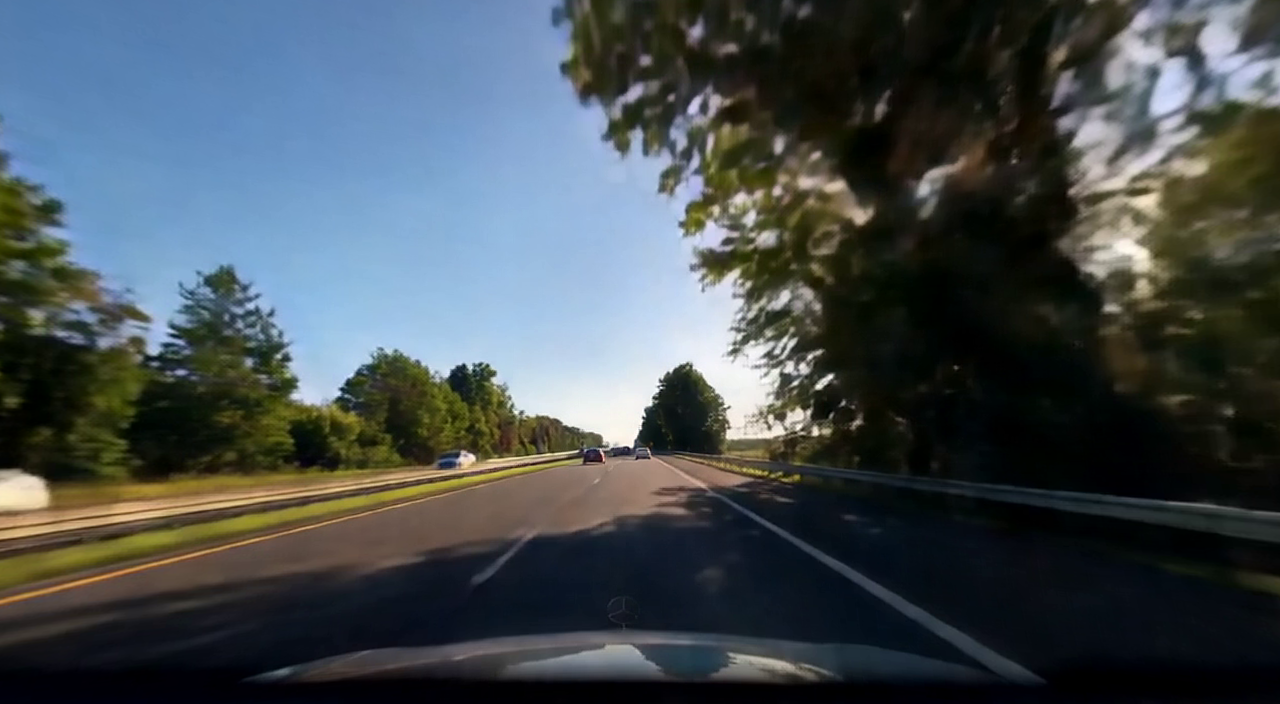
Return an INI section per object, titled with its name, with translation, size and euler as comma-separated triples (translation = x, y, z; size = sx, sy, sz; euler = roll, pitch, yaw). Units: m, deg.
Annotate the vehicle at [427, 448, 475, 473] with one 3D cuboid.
[vehicle]
translation = -12.667, 7.294, 42.505
size = 1.920, 1.545, 4.234
euler = 0, -9, 1
